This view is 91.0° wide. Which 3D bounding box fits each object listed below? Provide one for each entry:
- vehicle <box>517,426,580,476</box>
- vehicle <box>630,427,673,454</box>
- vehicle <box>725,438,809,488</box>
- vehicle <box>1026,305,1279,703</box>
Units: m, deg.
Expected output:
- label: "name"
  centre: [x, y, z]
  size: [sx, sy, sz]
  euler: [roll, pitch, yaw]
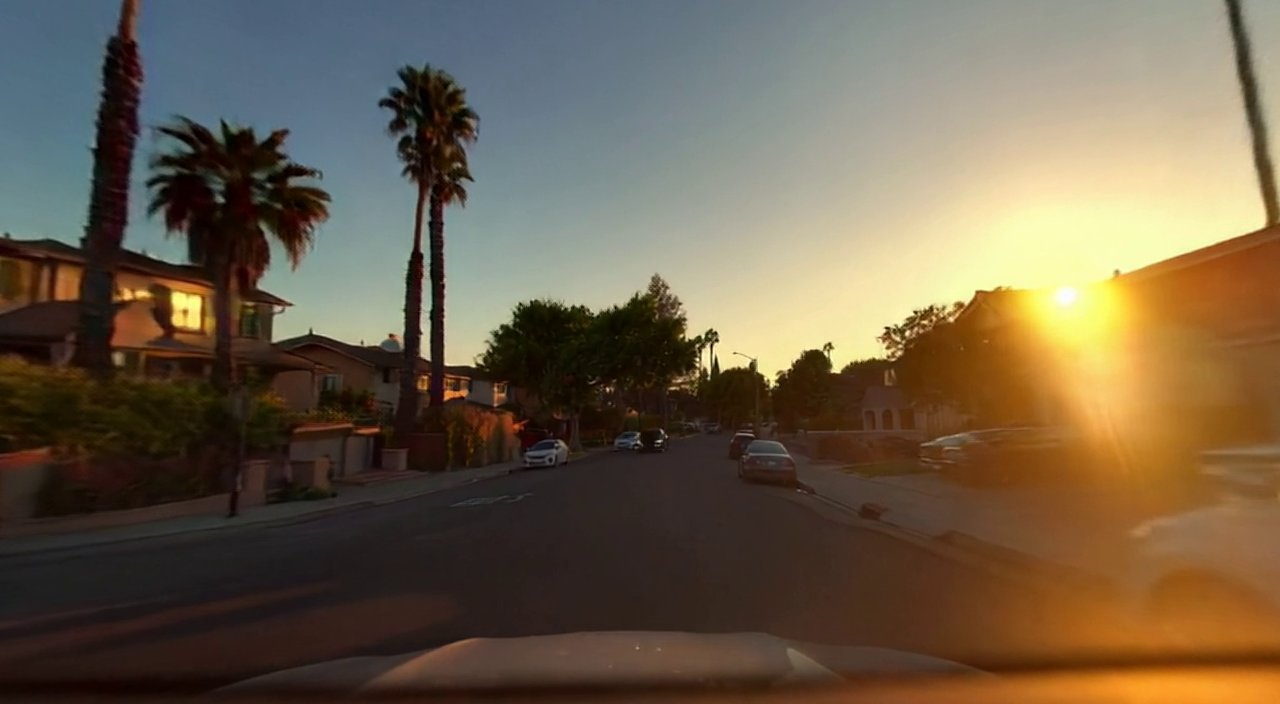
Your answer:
- label: "vehicle"
  centre: [-4.869, 5.491, 34.364]
  size: [2.053, 1.713, 4.850]
  euler: [-3, -21, 7]
- label: "vehicle"
  centre: [0.898, 6.469, 45.906]
  size: [2.305, 1.781, 4.834]
  euler: [-2, -8, 11]
- label: "vehicle"
  centre: [4.028, 3.569, 20.643]
  size: [1.942, 1.465, 4.123]
  euler: [0, -8, 1]
- label: "vehicle"
  centre: [3.436, 0.589, 1.156]
  size: [2.197, 1.816, 4.845]
  euler: [0, -8, -3]
